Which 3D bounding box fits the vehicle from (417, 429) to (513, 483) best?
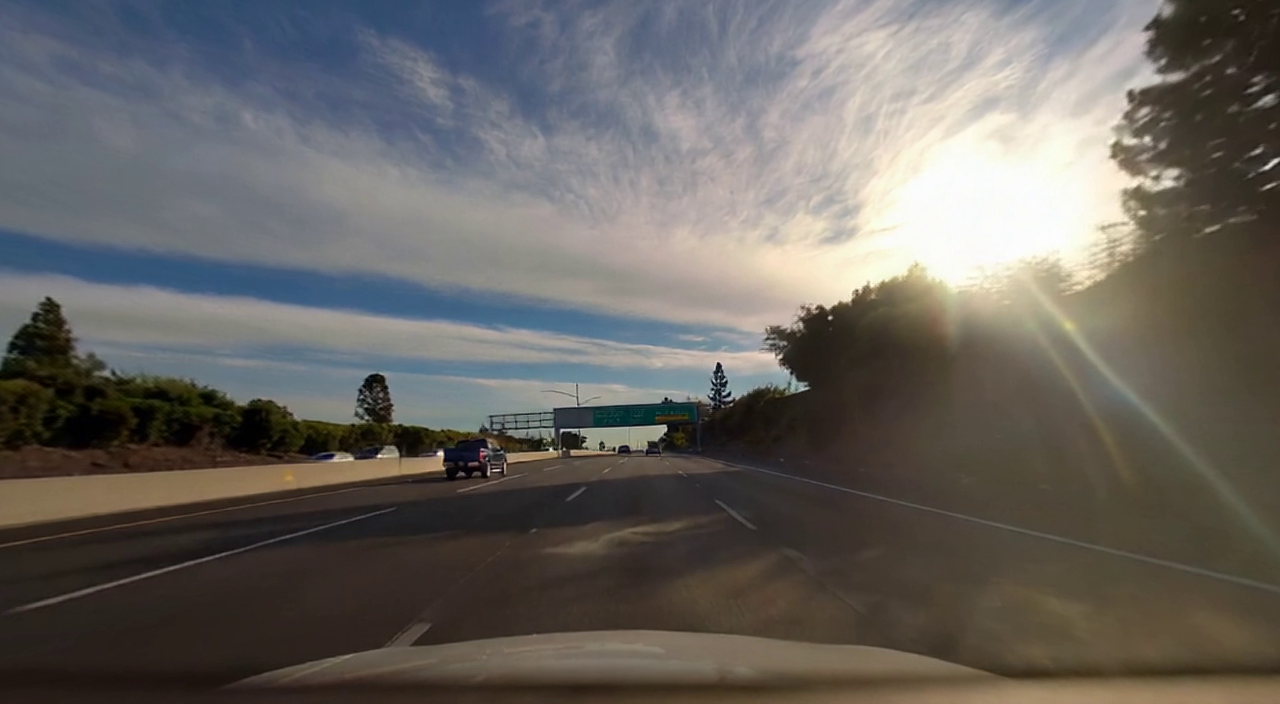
[{"bbox_3d":[-6.865,4.152,25.482,2.260,1.917,5.499,0,-9,0],"label":"vehicle"}]
